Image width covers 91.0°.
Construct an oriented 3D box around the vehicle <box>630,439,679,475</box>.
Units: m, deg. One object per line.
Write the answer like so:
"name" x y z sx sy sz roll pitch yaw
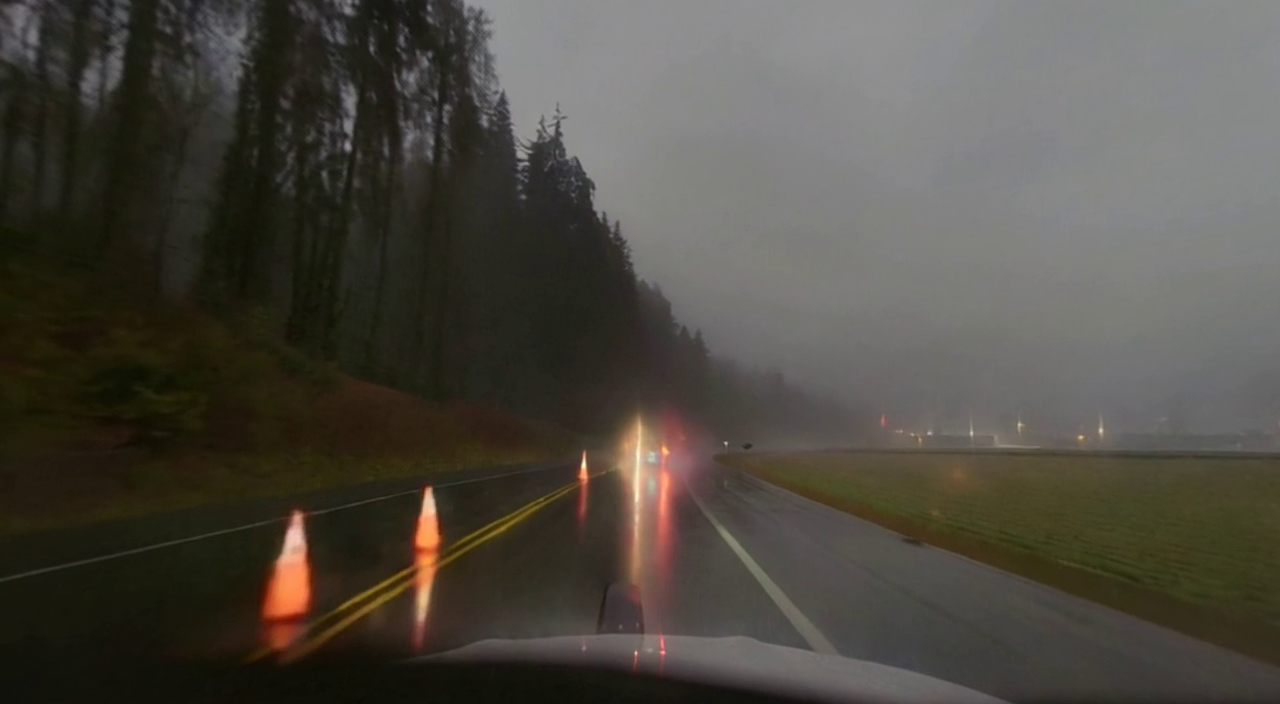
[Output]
"vehicle" 0.689 4.719 28.548 2.042 1.489 3.963 0 -9 2
